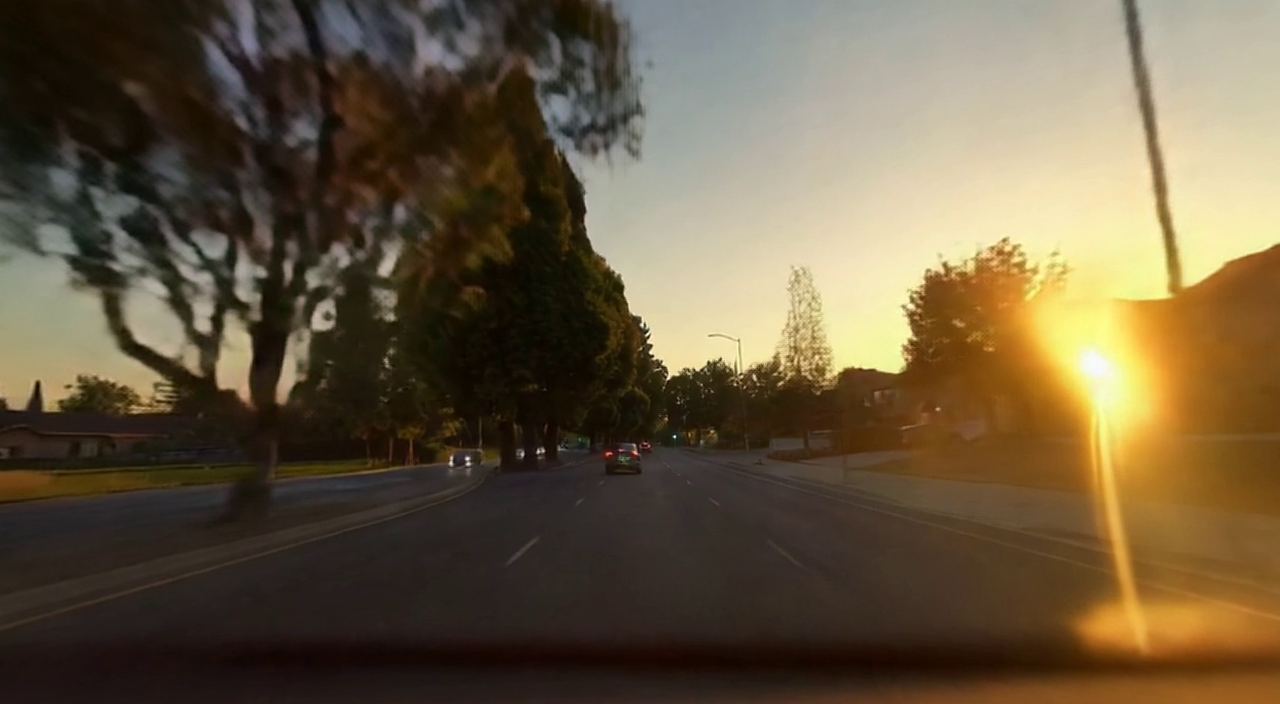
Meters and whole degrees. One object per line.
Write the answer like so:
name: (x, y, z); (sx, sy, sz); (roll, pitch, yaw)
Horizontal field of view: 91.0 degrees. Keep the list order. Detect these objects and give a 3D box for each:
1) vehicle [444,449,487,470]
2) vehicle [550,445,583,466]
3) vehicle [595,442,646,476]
vehicle: (-13.596, 8.368, 49.359); (1.949, 1.517, 4.459); (-1, -9, 1)
vehicle: (-5.426, 7.708, 47.096); (2.014, 1.472, 4.357); (0, -9, -1)
vehicle: (-0.866, 5.113, 30.319); (2.106, 1.517, 4.375); (-1, -9, 2)
